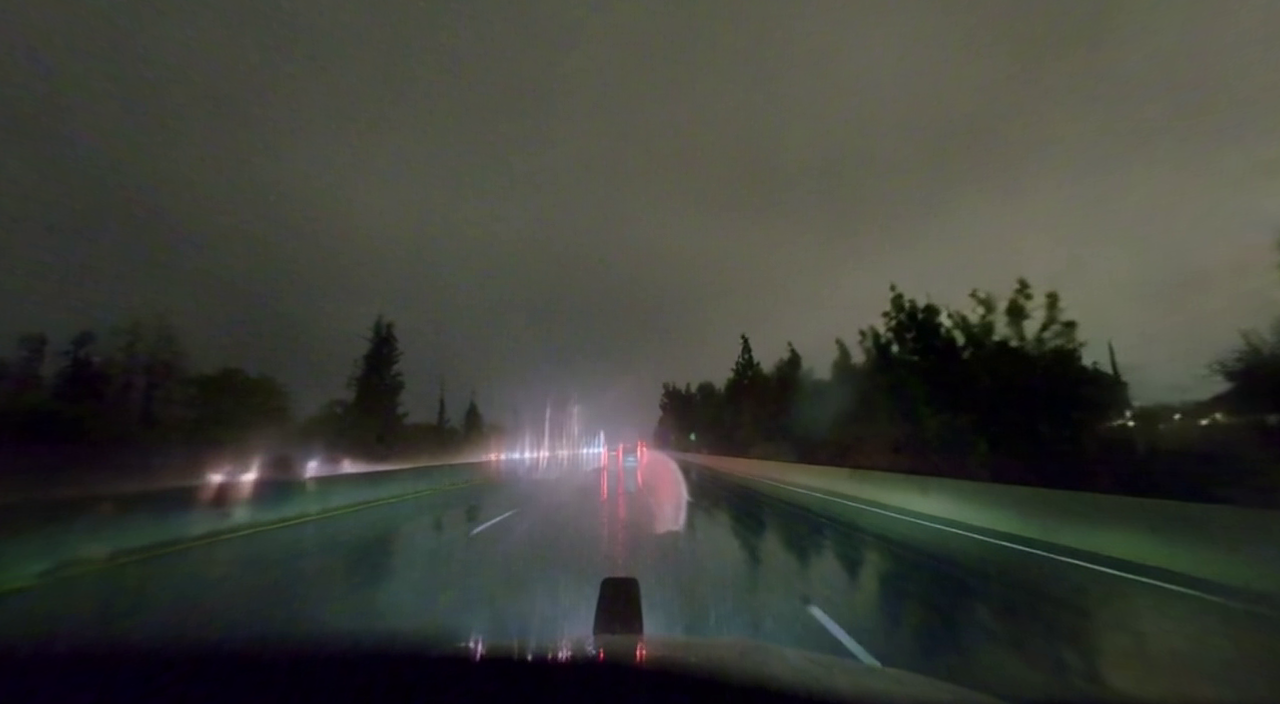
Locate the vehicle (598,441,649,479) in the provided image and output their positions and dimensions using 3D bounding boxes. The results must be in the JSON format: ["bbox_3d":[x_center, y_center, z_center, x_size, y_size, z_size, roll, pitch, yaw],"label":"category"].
[{"bbox_3d":[-0.721,4.755,27.813,2.095,1.537,4.017,0,-9,-1],"label":"vehicle"}]

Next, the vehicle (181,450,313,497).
[{"bbox_3d":[-13.651,4.208,22.149,1.882,1.474,4.369,0,-9,-1],"label":"vehicle"}]
